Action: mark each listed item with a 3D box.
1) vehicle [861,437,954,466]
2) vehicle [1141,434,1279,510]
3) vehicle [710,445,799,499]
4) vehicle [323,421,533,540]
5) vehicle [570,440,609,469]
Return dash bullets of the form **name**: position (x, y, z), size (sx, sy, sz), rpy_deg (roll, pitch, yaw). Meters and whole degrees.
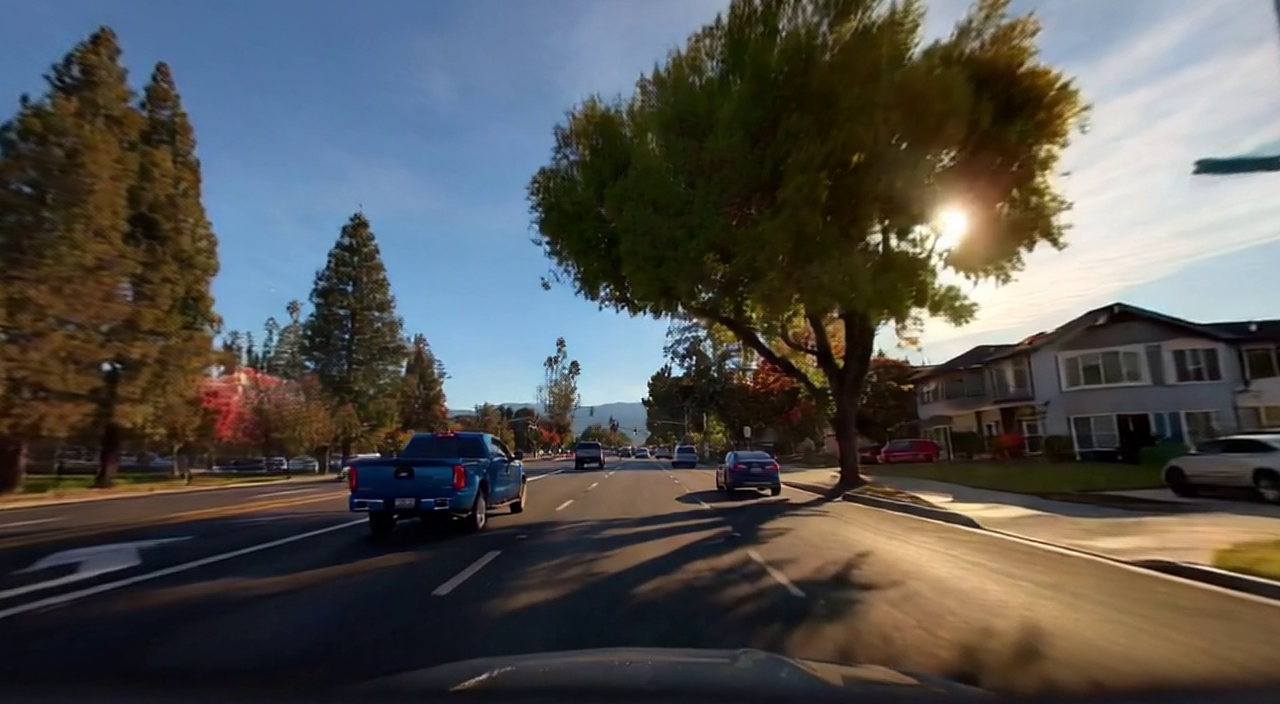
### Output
- **vehicle**: position (16.304, 6.077, 38.638), size (4.759, 1.673, 1.972), rpy_deg (0, -8, -2)
- **vehicle**: position (13.985, 2.654, 14.362), size (1.929, 1.502, 4.177), rpy_deg (-1, -8, 4)
- **vehicle**: position (3.385, 3.614, 19.472), size (1.884, 1.463, 4.195), rpy_deg (0, -8, -1)
- **vehicle**: position (-3.589, 2.288, 12.036), size (2.111, 1.745, 5.274), rpy_deg (0, -8, 1)
- **vehicle**: position (-3.333, 6.897, 42.697), size (2.218, 1.829, 4.492), rpy_deg (0, -8, 1)
